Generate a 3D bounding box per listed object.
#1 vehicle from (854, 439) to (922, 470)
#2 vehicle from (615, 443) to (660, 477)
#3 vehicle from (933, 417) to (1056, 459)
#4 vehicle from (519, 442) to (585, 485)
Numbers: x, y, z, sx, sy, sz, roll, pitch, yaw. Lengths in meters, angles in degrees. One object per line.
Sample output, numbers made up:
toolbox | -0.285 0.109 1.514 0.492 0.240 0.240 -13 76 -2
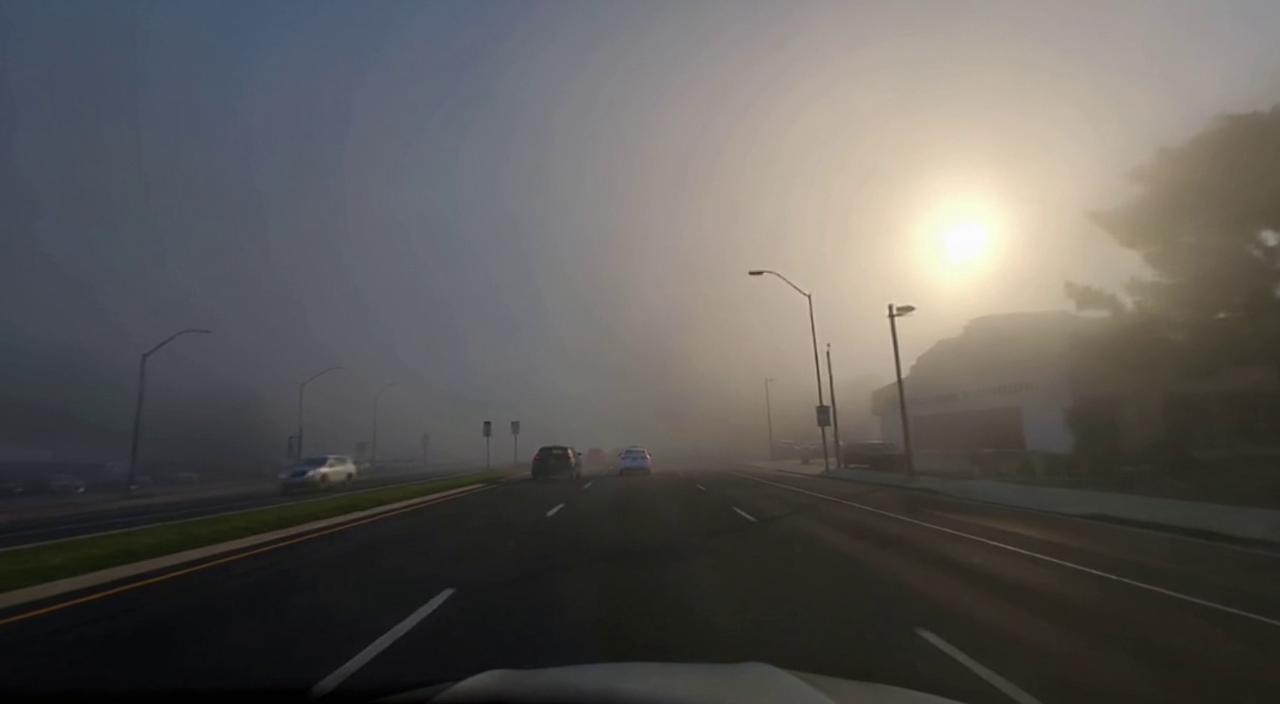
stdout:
vehicle | 13.264 5.505 33.992 1.914 1.523 4.747 0 -9 2
vehicle | -0.124 5.115 30.024 2.019 1.459 4.005 0 -9 0
vehicle | 19.902 4.917 35.648 5.511 2.262 2.351 -2 -9 14
vehicle | -3.325 4.322 24.669 1.939 1.496 4.309 0 -9 0
